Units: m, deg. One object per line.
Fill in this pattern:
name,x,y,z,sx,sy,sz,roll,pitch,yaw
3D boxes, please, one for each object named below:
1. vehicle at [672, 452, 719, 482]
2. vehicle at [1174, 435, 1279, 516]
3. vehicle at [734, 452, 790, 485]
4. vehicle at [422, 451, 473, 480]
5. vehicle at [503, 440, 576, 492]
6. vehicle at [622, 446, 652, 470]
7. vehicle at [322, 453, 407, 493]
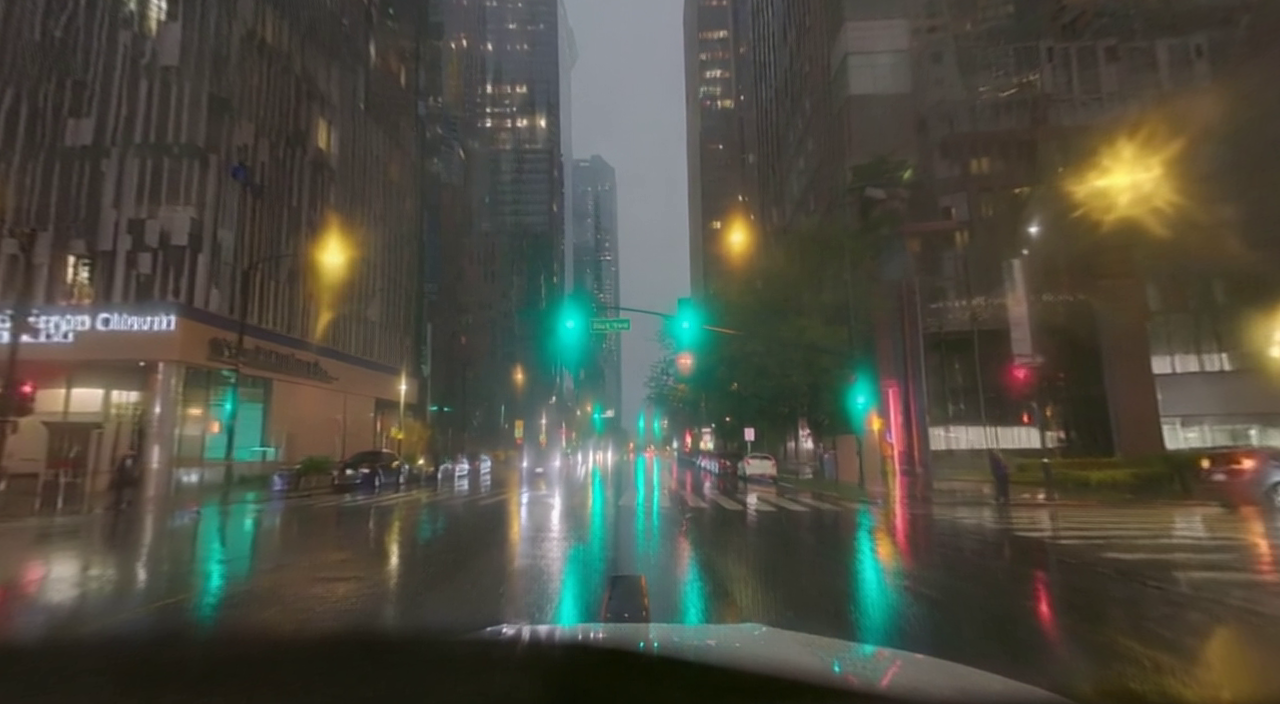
vehicle,2.742,5.776,31.983,1.919,1.371,3.583,0,-8,-2
vehicle,17.373,3.159,16.572,4.589,1.910,2.162,-1,-8,-1
vehicle,5.975,5.751,31.494,1.882,1.479,4.652,0,-8,0
vehicle,-12.297,7.256,40.624,1.854,1.727,4.426,0,-8,1
vehicle,-3.887,4.452,25.211,2.176,1.804,4.740,-2,-8,0
vehicle,-0.228,8.113,48.660,2.165,1.749,4.078,0,-8,0
vehicle,-12.727,5.605,29.492,2.118,1.644,4.188,0,-8,-1
